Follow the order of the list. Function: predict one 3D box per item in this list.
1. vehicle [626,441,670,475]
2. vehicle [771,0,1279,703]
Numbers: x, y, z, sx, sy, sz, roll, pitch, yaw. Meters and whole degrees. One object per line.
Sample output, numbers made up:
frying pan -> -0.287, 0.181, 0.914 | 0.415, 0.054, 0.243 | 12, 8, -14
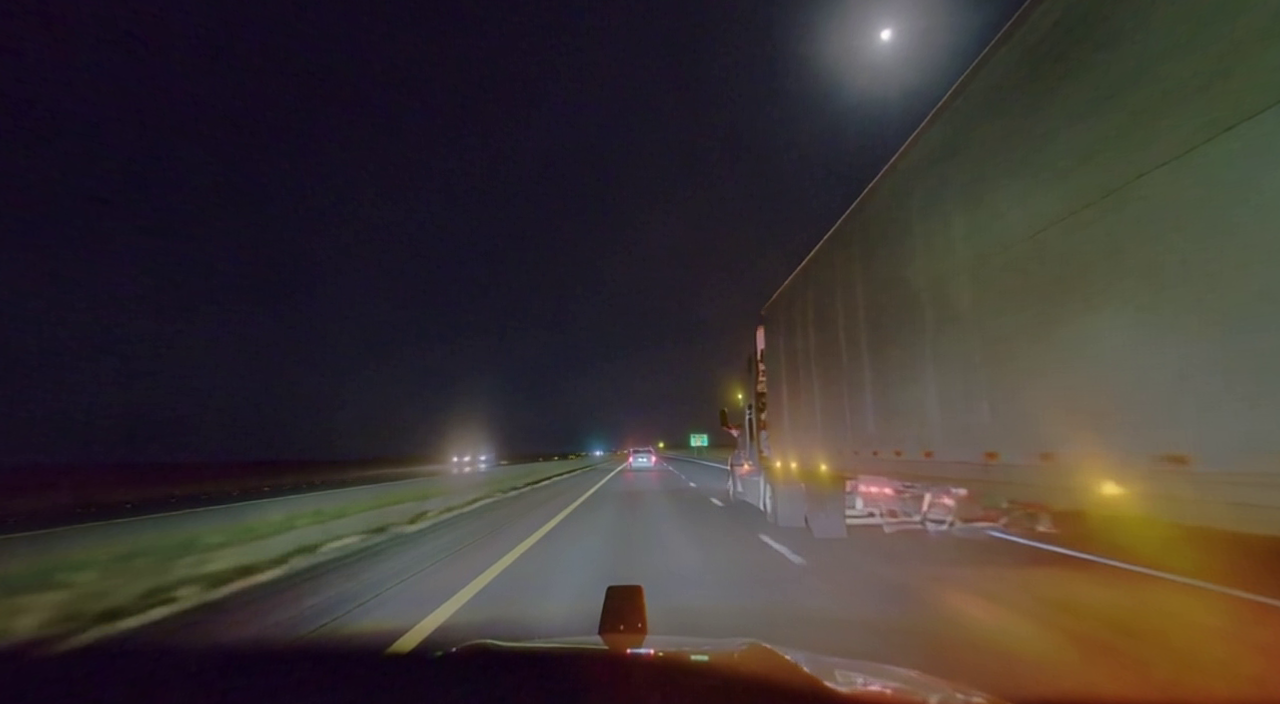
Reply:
vehicle -> 0.369, 5.100, 30.566 | 1.968, 1.515, 4.025 | 0, -8, 1
vehicle -> 3.779, -0.179, 3.207 | 2.929, 4.158, 15.921 | 0, -8, 0
